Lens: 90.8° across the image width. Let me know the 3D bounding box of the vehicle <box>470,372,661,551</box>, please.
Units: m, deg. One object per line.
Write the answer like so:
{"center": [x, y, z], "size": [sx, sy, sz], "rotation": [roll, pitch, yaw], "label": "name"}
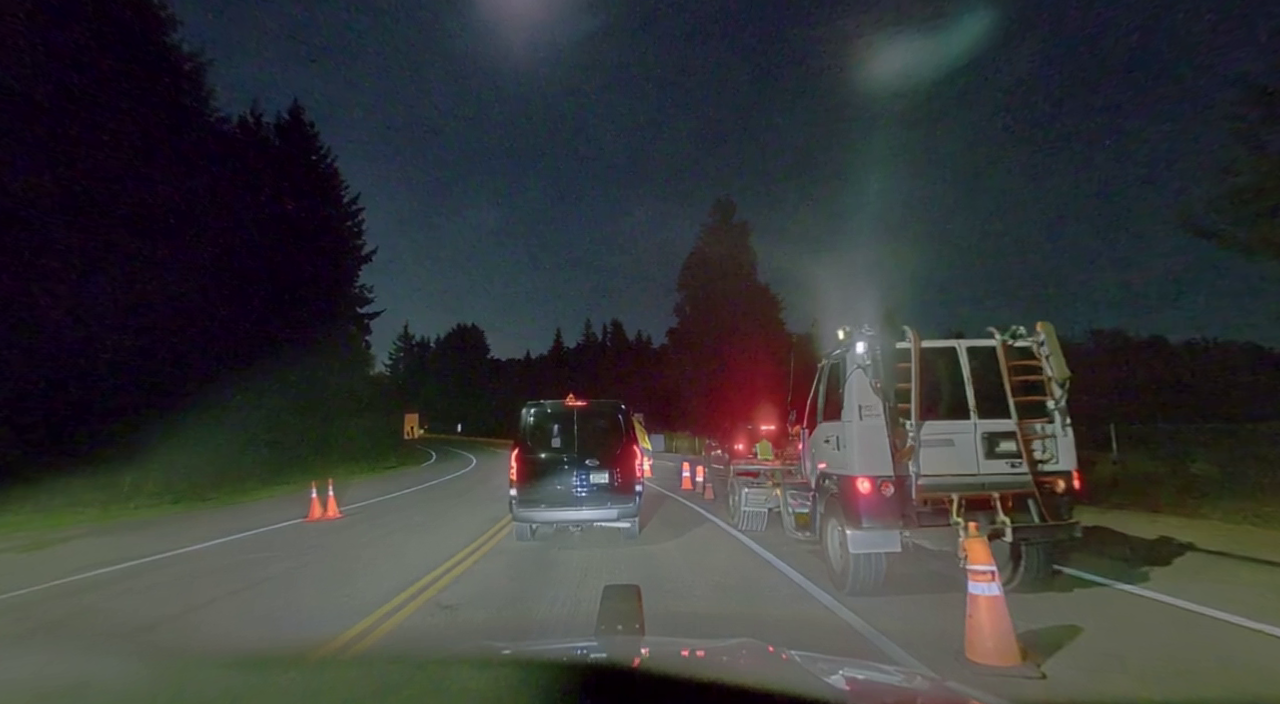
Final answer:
{"center": [-1.019, 1.729, 10.418], "size": [2.362, 2.223, 4.892], "rotation": [0, -8, -2], "label": "vehicle"}
